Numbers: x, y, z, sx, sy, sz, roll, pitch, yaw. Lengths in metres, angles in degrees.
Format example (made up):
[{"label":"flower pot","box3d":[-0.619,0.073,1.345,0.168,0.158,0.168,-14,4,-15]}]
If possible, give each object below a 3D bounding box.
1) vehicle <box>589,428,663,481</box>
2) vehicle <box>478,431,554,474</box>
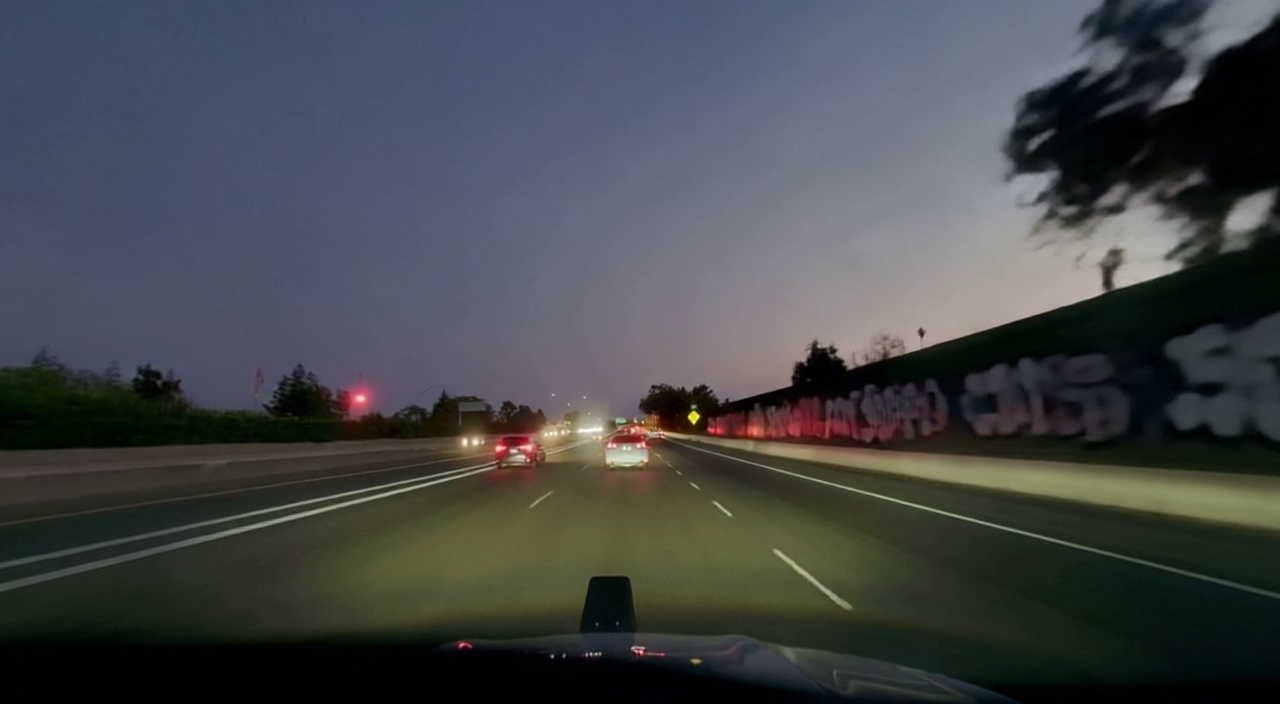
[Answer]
[{"label":"vehicle","box3d":[-0.444,3.123,19.513,2.044,1.477,3.693,0,-8,-2]},{"label":"vehicle","box3d":[-4.607,3.797,24.120,2.022,1.440,4.491,0,-8,0]}]
